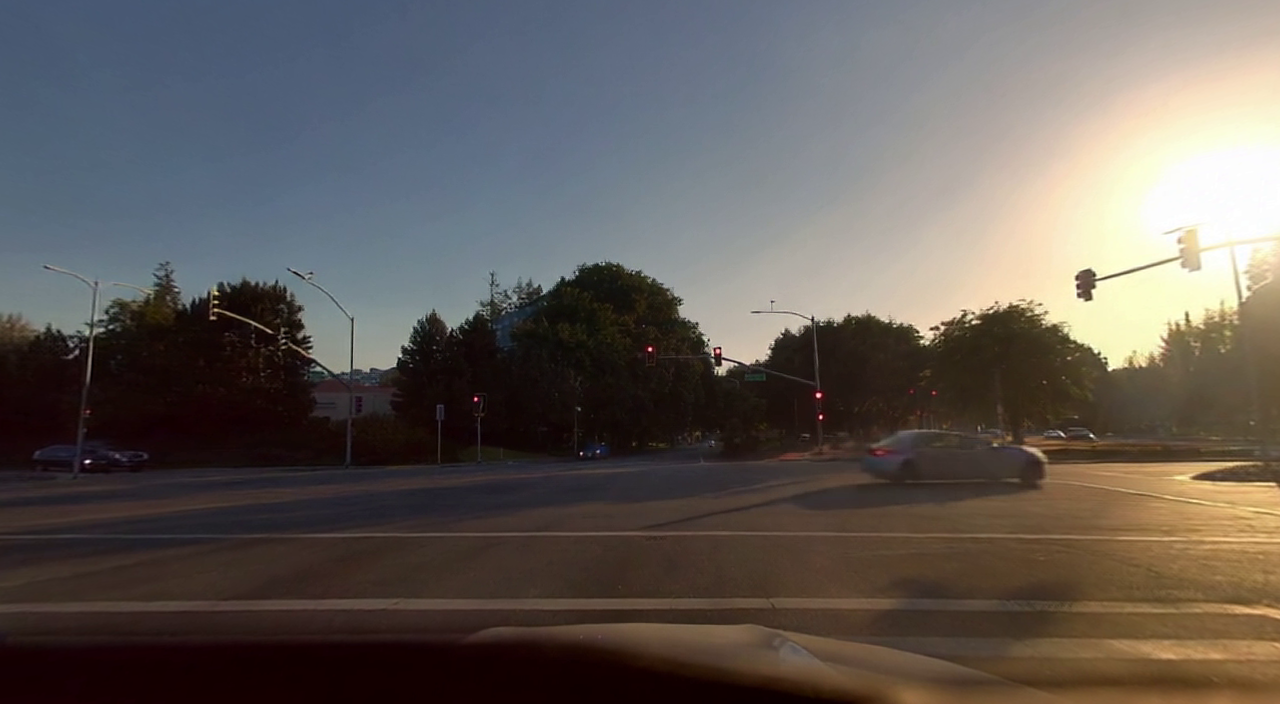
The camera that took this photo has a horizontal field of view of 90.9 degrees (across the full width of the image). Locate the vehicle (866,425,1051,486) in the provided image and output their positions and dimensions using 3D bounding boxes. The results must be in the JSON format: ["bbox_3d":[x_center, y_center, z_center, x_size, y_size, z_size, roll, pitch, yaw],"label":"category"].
[{"bbox_3d":[8.266,2.719,16.672,3.894,1.490,1.810,-1,-8,3],"label":"vehicle"}]

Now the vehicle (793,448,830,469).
[{"bbox_3d":[12.581,7.847,46.541,1.647,1.386,3.725,-2,-8,0],"label":"vehicle"}]

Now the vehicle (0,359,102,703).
[{"bbox_3d":[-3.061,0.567,0.221,2.055,1.573,4.065,0,-8,2],"label":"vehicle"}]

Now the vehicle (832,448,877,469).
[{"bbox_3d":[15.568,7.746,46.027,1.714,1.458,4.206,0,-8,-1],"label":"vehicle"}]
